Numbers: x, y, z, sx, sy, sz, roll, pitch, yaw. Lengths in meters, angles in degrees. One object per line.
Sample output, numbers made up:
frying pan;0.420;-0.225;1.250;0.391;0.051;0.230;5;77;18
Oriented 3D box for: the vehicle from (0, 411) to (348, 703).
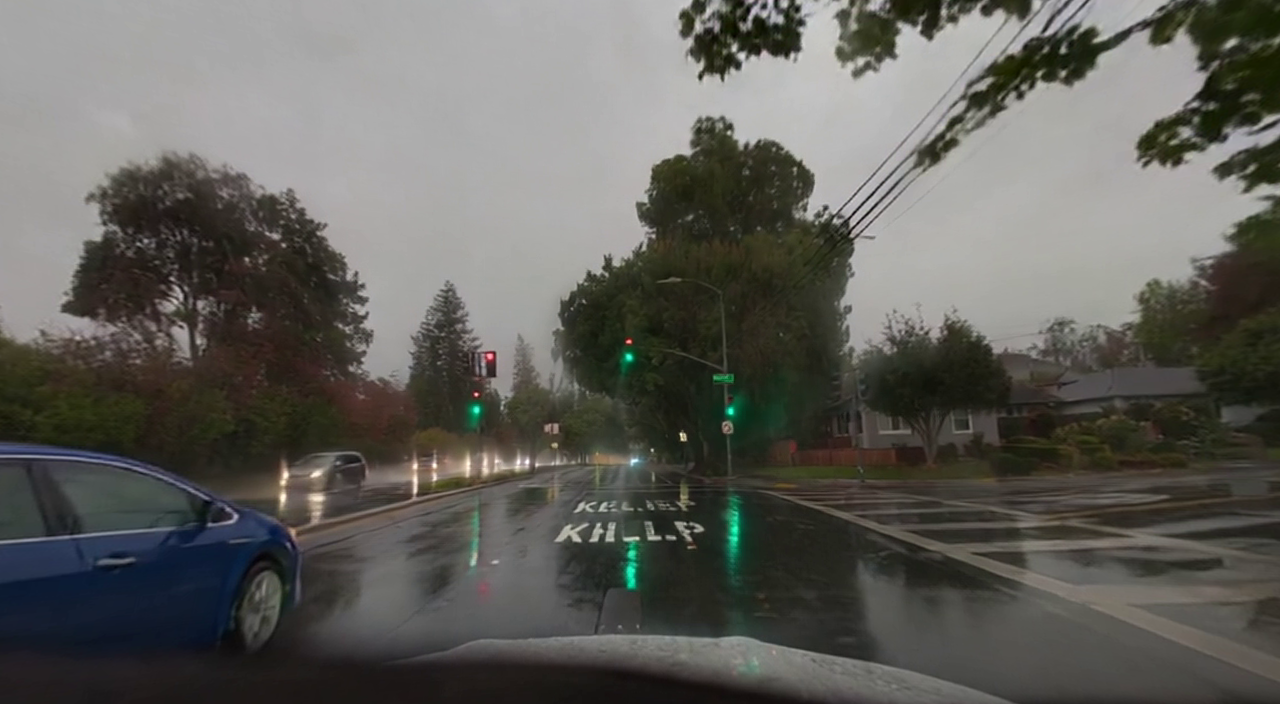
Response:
vehicle;-3.662;1.122;3.400;1.980;1.508;4.502;0;-8;0
